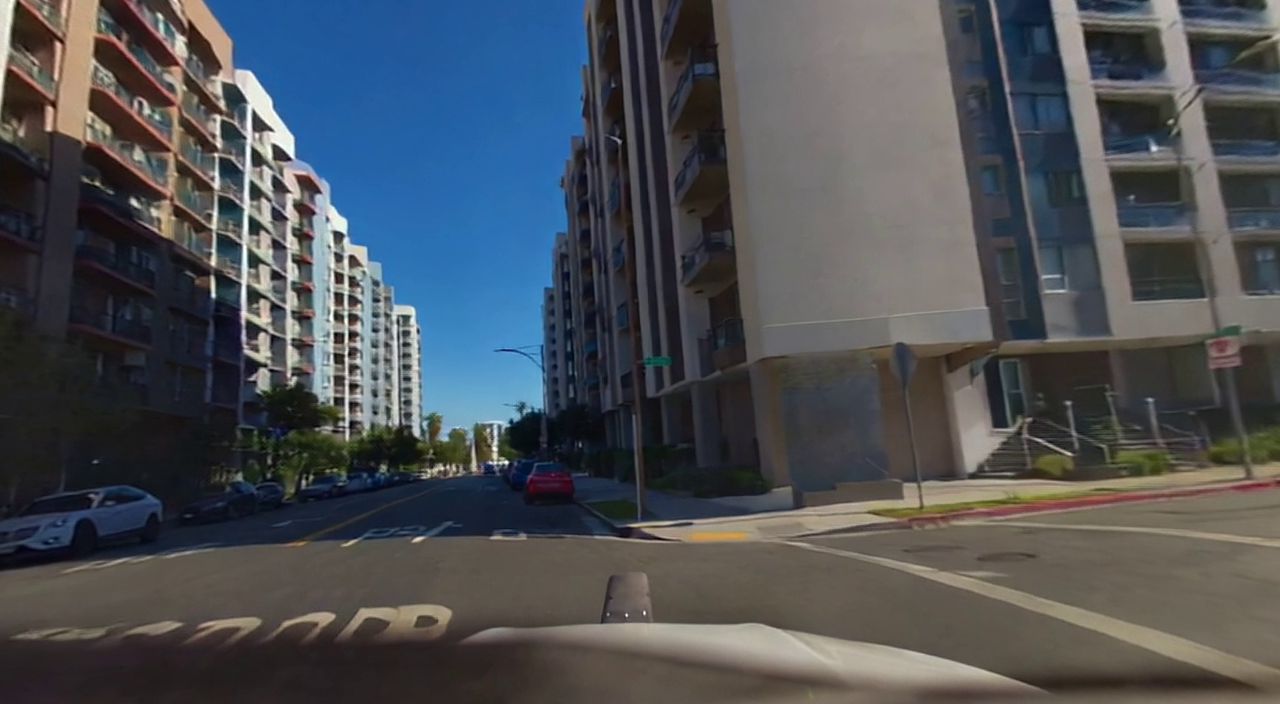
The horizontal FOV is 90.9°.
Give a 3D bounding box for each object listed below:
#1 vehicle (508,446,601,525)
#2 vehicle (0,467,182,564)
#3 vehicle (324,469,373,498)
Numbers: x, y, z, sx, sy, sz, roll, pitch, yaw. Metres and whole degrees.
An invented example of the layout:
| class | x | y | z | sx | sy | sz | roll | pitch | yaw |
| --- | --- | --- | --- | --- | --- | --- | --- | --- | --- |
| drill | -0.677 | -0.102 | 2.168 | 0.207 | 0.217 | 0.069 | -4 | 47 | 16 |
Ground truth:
| class | x | y | z | sx | sy | sz | roll | pitch | yaw |
| --- | --- | --- | --- | --- | --- | --- | --- | --- | --- |
| vehicle | -2.480 | 3.572 | 17.460 | 2.164 | 1.721 | 4.416 | -3 | -8 | -11 |
| vehicle | -13.711 | 3.878 | 15.582 | 2.140 | 1.874 | 4.475 | 1 | -9 | -13 |
| vehicle | -19.160 | 8.607 | 41.596 | 2.032 | 1.641 | 4.162 | 1 | -9 | -13 |
